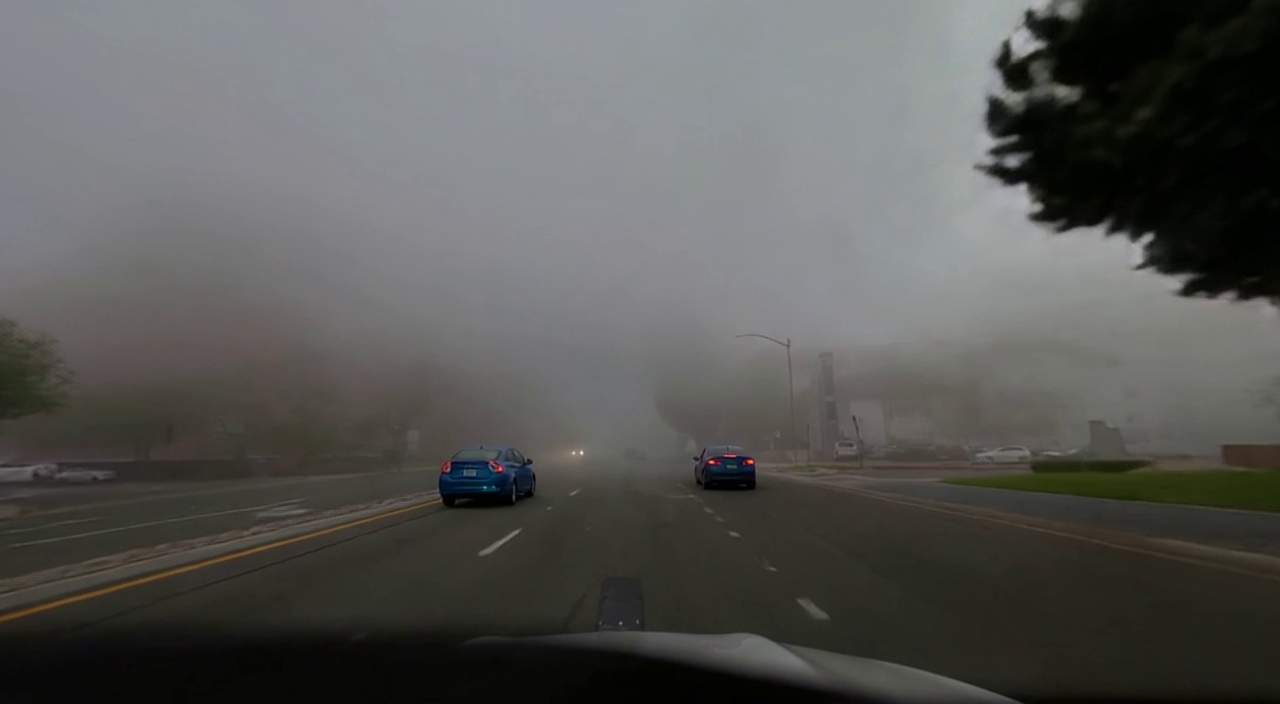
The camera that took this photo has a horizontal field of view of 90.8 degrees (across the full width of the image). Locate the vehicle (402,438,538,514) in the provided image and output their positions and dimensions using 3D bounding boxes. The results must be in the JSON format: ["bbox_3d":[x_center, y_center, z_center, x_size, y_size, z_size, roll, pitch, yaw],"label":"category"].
[{"bbox_3d":[-3.805,2.857,15.007,2.062,1.527,4.044,0,-9,0],"label":"vehicle"}]

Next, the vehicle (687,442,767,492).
[{"bbox_3d":[2.786,3.803,21.224,1.978,1.471,4.426,0,-9,-1],"label":"vehicle"}]
